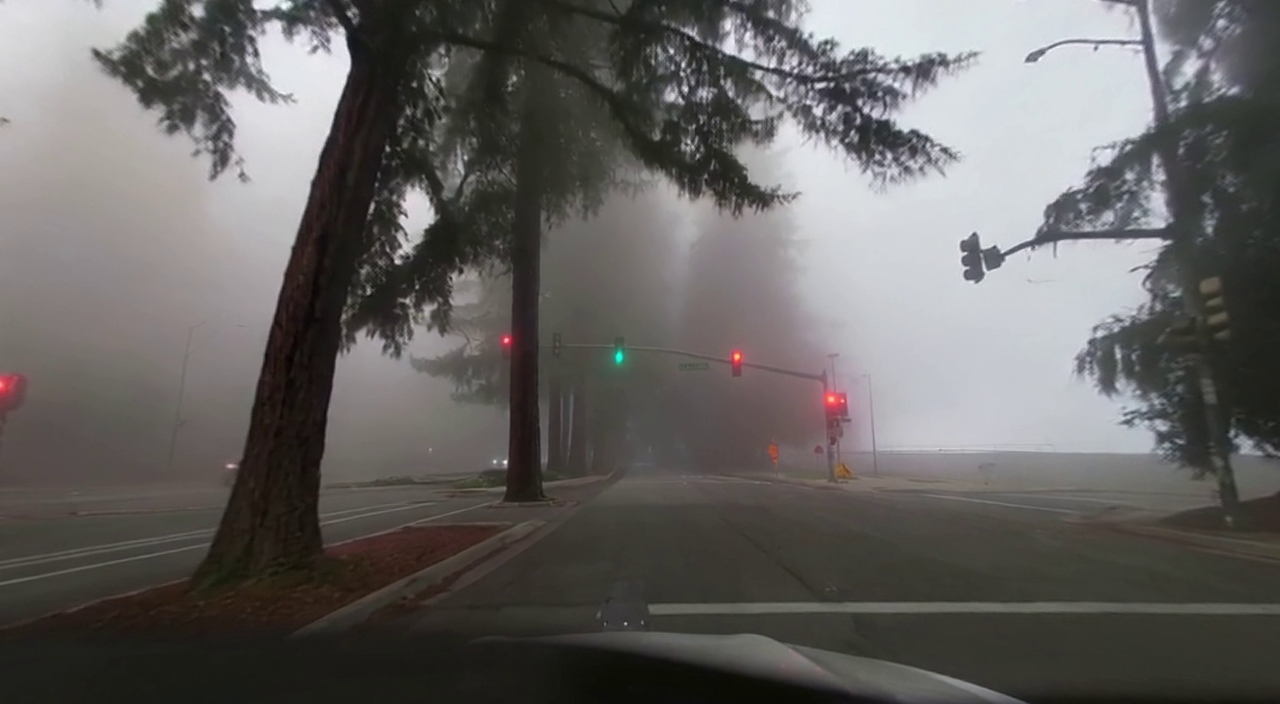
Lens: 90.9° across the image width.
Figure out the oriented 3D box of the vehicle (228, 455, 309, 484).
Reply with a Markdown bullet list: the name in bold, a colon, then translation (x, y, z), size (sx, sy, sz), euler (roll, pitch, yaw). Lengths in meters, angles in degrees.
- **vehicle**: translation (-21.034, 6.633, 35.897), size (1.965, 1.475, 4.269), euler (0, -8, 1)
